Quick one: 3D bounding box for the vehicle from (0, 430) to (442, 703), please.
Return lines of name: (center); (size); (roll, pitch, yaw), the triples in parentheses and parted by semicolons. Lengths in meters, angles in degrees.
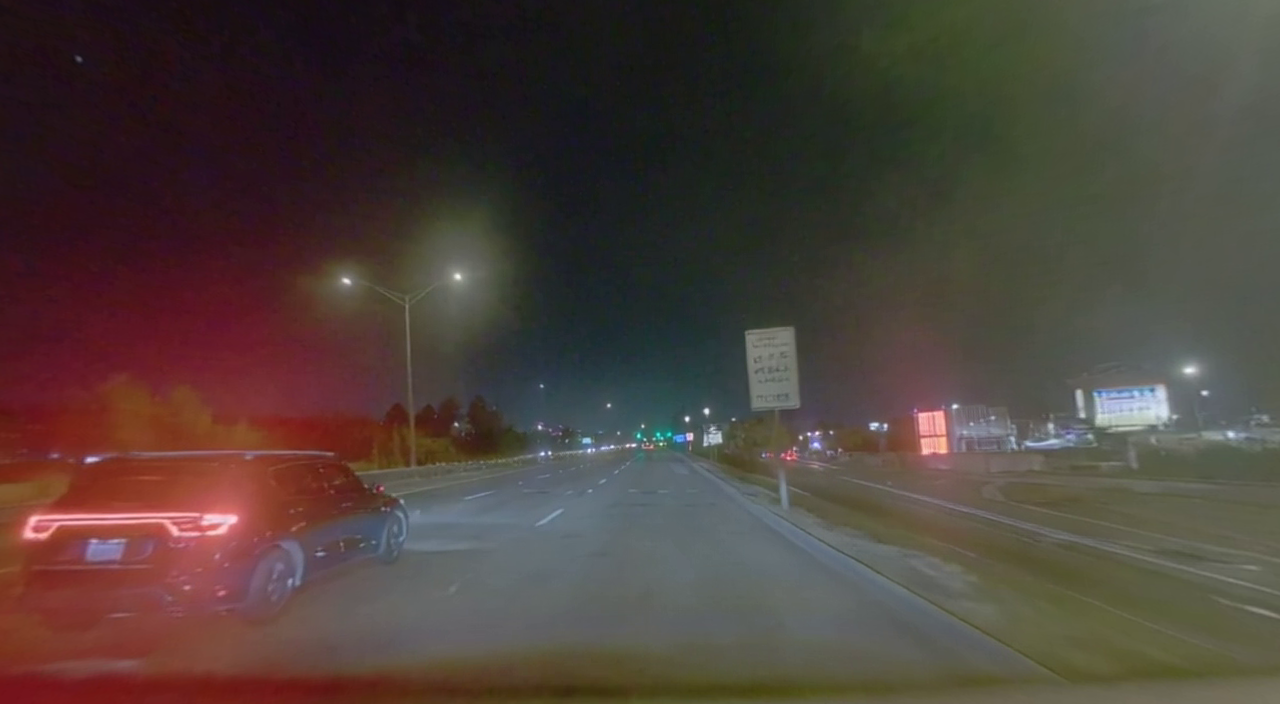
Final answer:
vehicle: (-3.474, 1.470, 5.389); (1.972, 1.490, 4.591); (0, -8, 1)
